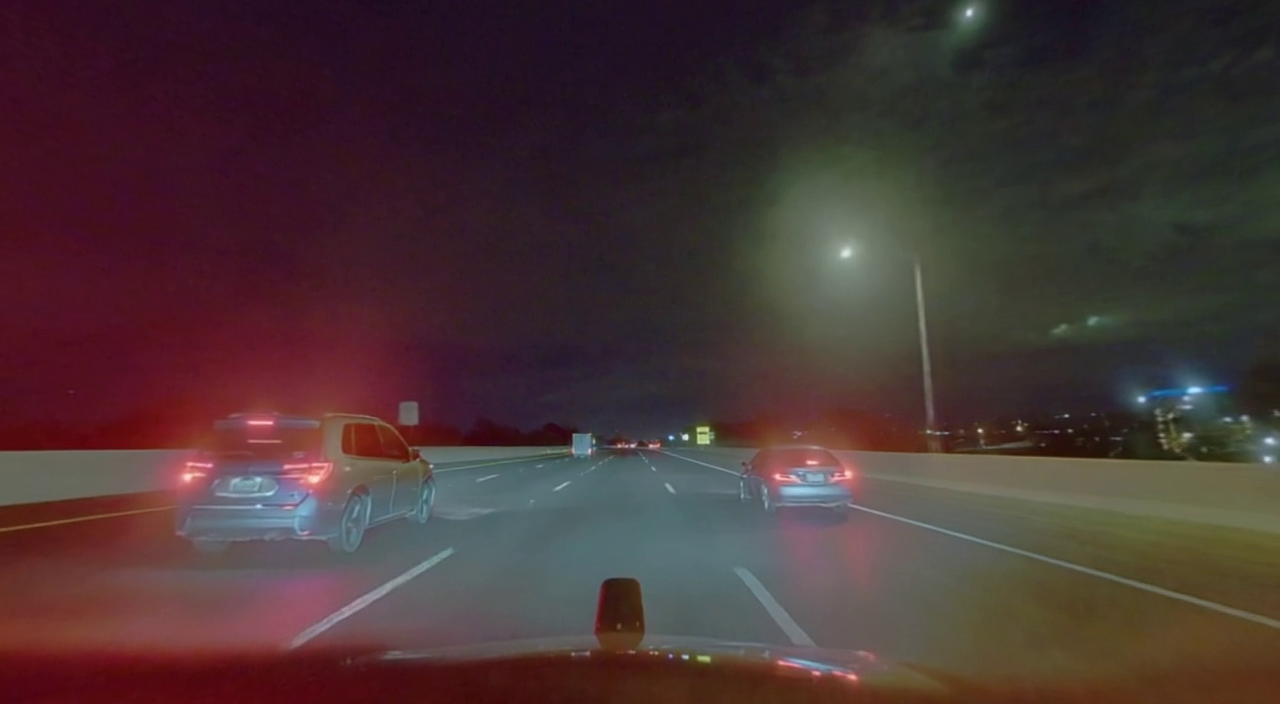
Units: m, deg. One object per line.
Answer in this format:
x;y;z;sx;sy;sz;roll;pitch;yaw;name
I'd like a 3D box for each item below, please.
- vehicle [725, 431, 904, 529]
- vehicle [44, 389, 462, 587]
3.084;2.397;12.427;2.047;1.532;4.884;1;-9;-1;vehicle
-4.463;1.706;8.814;2.285;1.853;5.564;0;-9;0;vehicle
